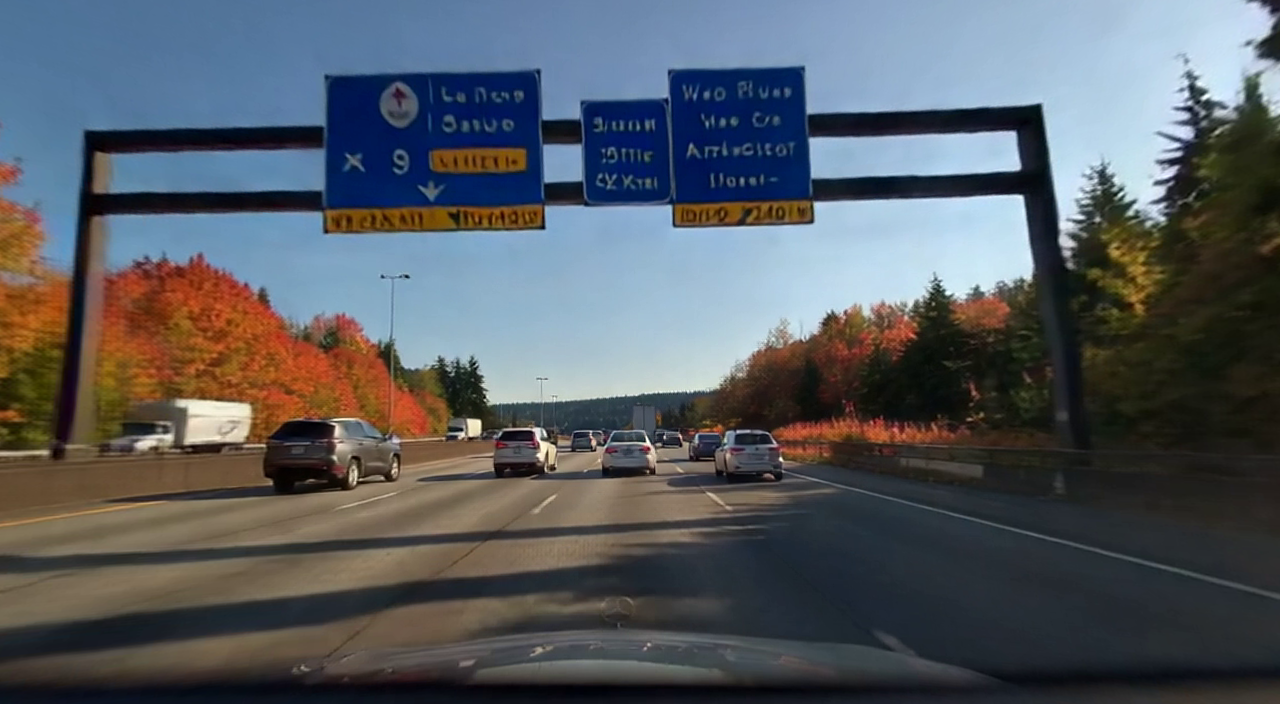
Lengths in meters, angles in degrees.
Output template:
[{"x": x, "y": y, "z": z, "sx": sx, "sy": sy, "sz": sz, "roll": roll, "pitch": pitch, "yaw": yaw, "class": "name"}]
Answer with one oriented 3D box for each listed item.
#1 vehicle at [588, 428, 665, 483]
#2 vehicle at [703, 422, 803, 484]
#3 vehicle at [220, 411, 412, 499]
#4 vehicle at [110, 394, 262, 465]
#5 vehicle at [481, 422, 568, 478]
[{"x": -0.365, "y": 3.123, "z": 19.413, "sx": 2.111, "sy": 1.494, "sz": 4.364, "roll": 0, "pitch": -8, "yaw": 0, "class": "vehicle"}, {"x": 3.260, "y": 3.002, "z": 19.083, "sx": 2.095, "sy": 1.650, "sz": 4.331, "roll": 0, "pitch": -8, "yaw": -2, "class": "vehicle"}, {"x": -7.533, "y": 2.442, "z": 15.338, "sx": 2.117, "sy": 1.779, "sz": 4.745, "roll": 0, "pitch": -8, "yaw": 0, "class": "vehicle"}, {"x": -23.614, "y": 4.142, "z": 33.295, "sx": 2.703, "sy": 3.361, "sz": 6.936, "roll": 0, "pitch": -8, "yaw": 1, "class": "vehicle"}, {"x": -3.735, "y": 3.256, "z": 21.151, "sx": 2.064, "sy": 1.672, "sz": 4.277, "roll": 0, "pitch": -8, "yaw": 1, "class": "vehicle"}]
